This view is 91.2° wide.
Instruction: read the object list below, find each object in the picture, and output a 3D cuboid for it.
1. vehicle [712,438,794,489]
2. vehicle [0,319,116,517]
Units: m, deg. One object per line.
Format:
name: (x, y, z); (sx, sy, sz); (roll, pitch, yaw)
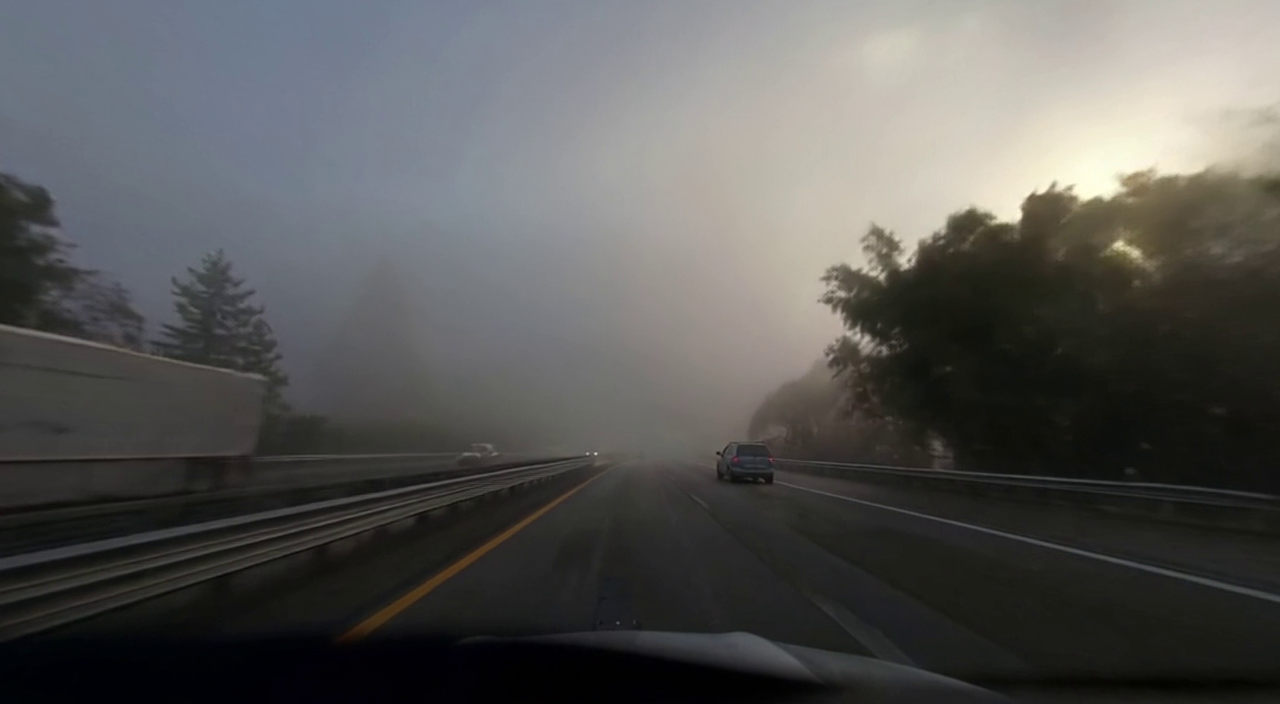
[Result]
vehicle: (4.002, 4.050, 23.090); (2.089, 1.660, 4.729); (0, -9, -1)
vehicle: (-13.421, 0.831, 9.085); (3.064, 3.642, 9.893); (0, -9, 0)
